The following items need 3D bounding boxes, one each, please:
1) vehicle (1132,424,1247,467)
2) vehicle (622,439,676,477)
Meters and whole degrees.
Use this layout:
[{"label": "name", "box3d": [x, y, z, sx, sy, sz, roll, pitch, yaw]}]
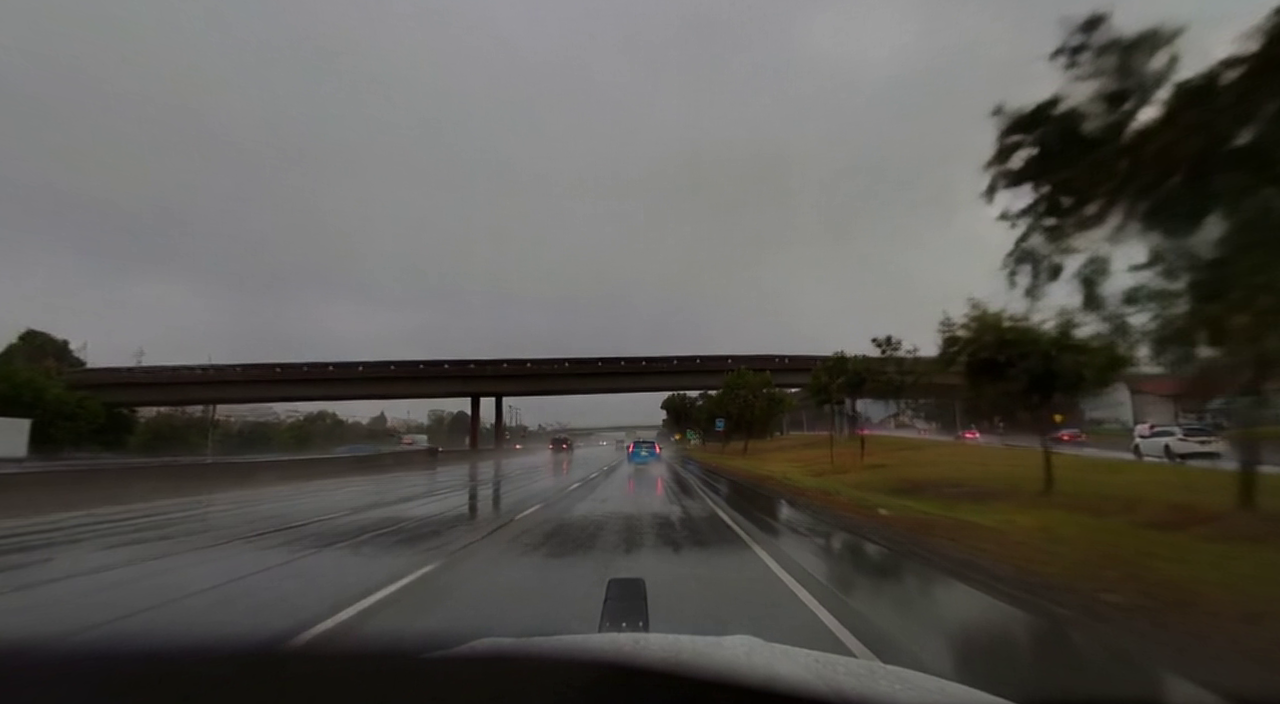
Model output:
[{"label": "vehicle", "box3d": [24.188, 4.147, 28.035, 2.095, 1.674, 4.530, -1, -9, 17]}, {"label": "vehicle", "box3d": [0.365, 4.552, 27.298, 2.145, 1.493, 4.146, 0, -9, 0]}]
